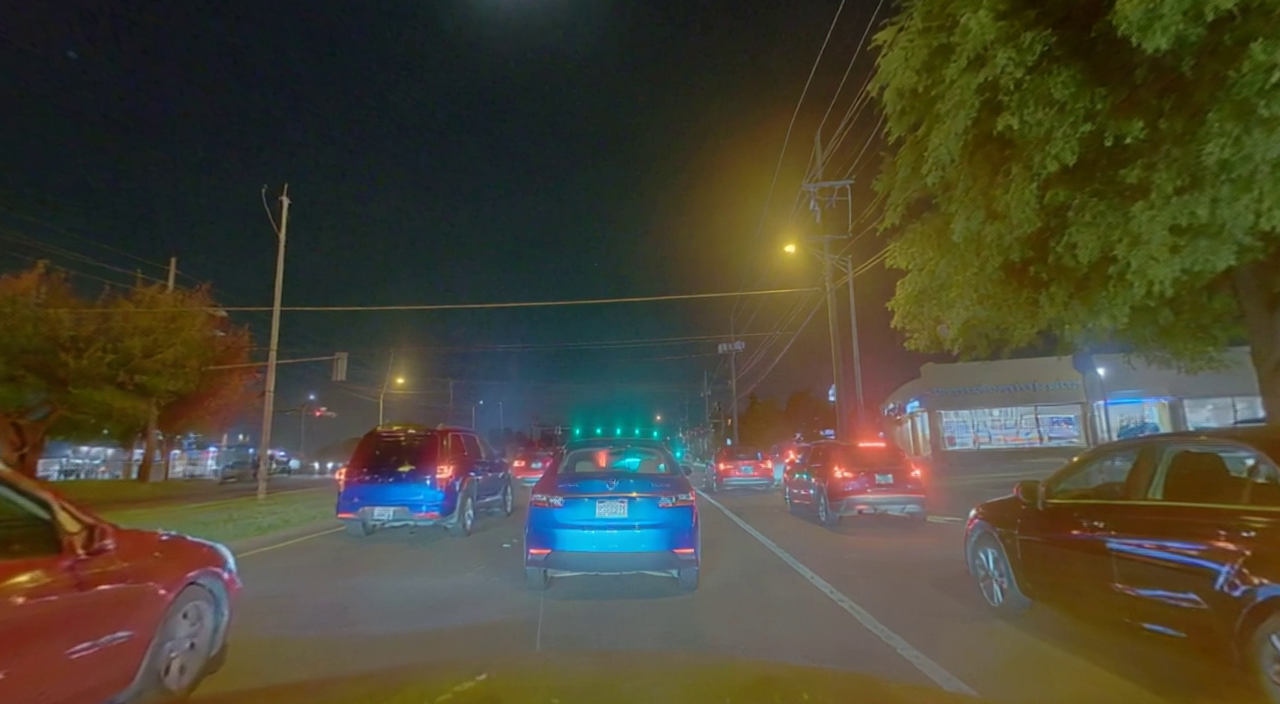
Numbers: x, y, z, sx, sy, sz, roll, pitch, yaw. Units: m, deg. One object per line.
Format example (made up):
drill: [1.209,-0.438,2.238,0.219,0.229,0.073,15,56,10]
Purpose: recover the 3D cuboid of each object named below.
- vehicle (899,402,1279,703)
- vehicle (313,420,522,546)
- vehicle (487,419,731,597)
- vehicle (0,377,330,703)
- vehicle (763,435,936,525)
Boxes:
vehicle: [3.668,1.193,4.200,1.929,1.479,4.723,0,-9,1]
vehicle: [-3.414,2.096,10.749,1.979,1.697,4.254,0,-9,0]
vehicle: [-0.317,1.635,7.425,2.097,1.511,3.809,0,-9,-2]
vehicle: [-2.874,0.776,1.501,1.984,1.496,4.530,0,-9,0]
vehicle: [3.926,2.467,12.766,1.909,1.473,4.361,0,-9,-1]
